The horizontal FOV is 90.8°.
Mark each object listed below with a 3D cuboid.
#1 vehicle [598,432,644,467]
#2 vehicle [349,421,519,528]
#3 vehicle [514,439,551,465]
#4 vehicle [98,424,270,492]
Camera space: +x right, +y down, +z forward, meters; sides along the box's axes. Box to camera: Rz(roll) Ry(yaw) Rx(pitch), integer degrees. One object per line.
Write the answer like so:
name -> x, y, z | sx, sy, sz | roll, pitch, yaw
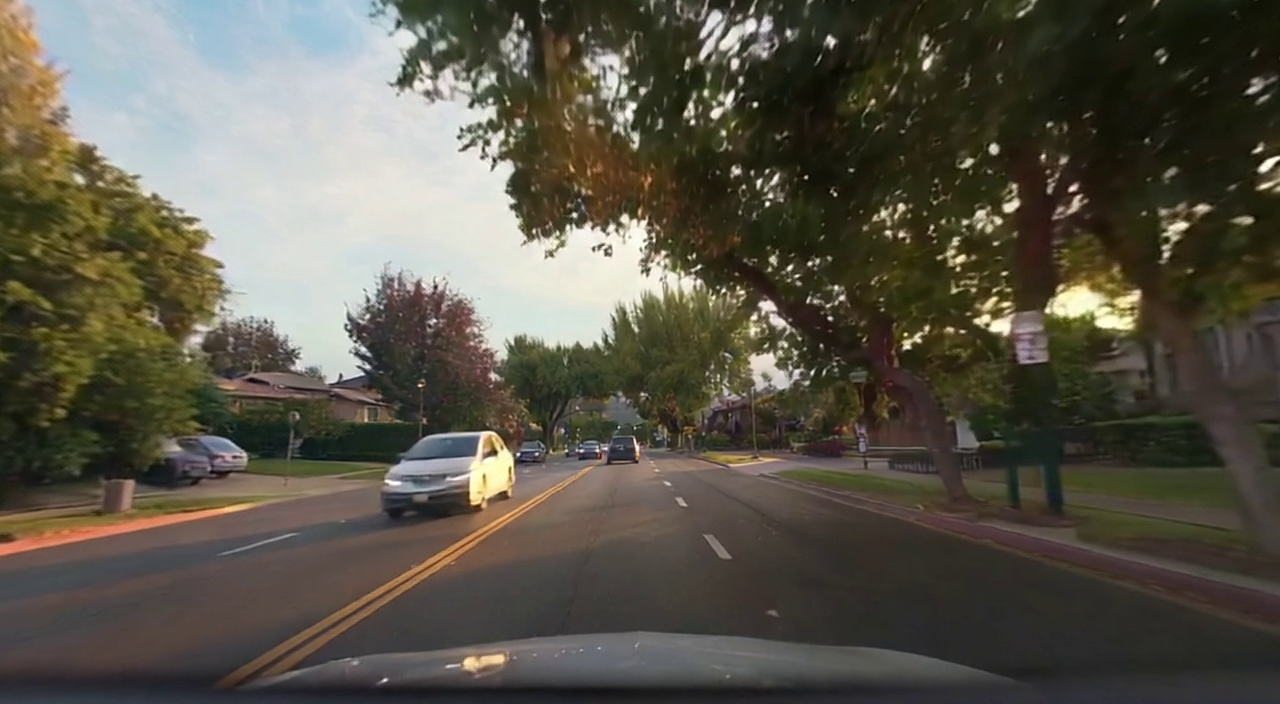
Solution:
vehicle -> -1.028, 5.828, 37.943 | 2.554, 1.902, 5.329 | 0, -8, 0
vehicle -> -3.921, 2.405, 12.980 | 2.037, 1.724, 4.512 | -2, -8, -1
vehicle -> -8.136, 7.637, 48.230 | 1.978, 1.744, 4.301 | -4, -9, 0
vehicle -> -15.956, 3.737, 22.643 | 2.385, 2.081, 5.237 | 0, -8, -3
